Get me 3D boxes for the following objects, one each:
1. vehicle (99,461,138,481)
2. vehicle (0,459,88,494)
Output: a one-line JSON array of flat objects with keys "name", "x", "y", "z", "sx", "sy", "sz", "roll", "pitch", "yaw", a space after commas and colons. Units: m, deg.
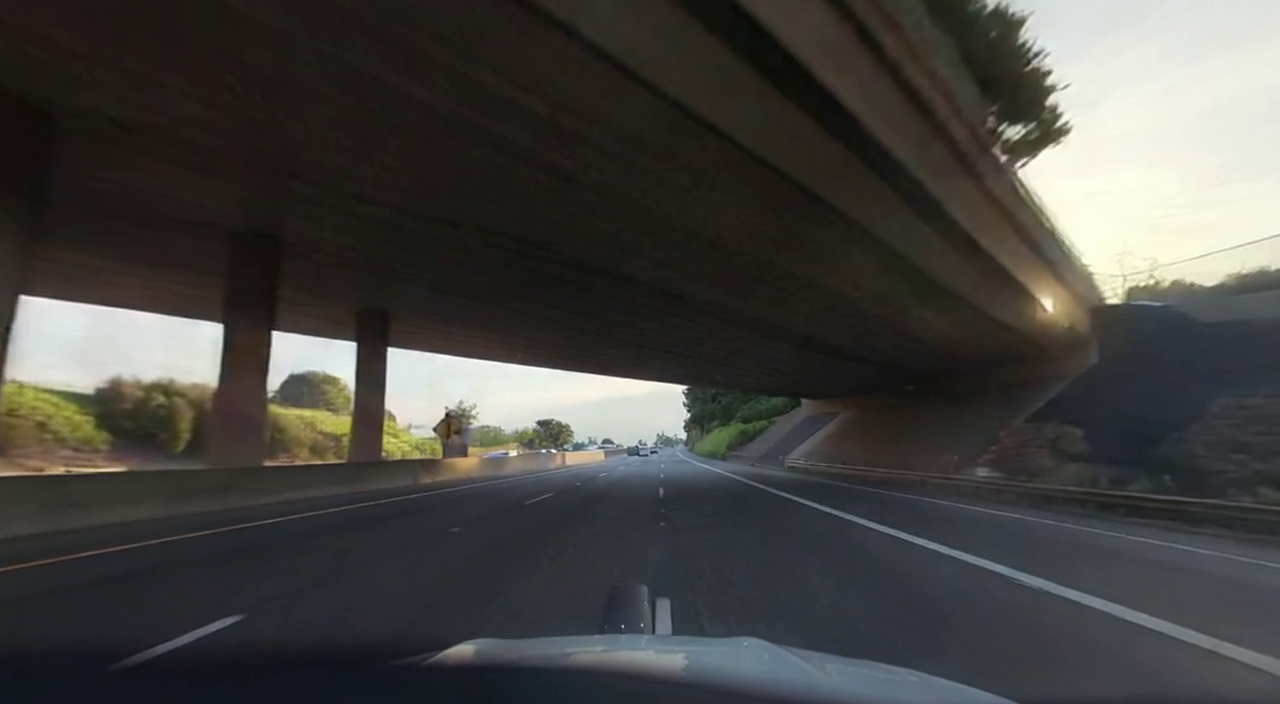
[{"name": "vehicle", "x": -41.281, "y": 9.395, "z": 49.859, "sx": 3.941, "sy": 1.464, "sz": 1.815, "roll": -9, "pitch": -12, "yaw": 43}, {"name": "vehicle", "x": -30.525, "y": 6.319, "z": 32.235, "sx": 1.914, "sy": 1.593, "sz": 4.363, "roll": 3, "pitch": -9, "yaw": -21}]
